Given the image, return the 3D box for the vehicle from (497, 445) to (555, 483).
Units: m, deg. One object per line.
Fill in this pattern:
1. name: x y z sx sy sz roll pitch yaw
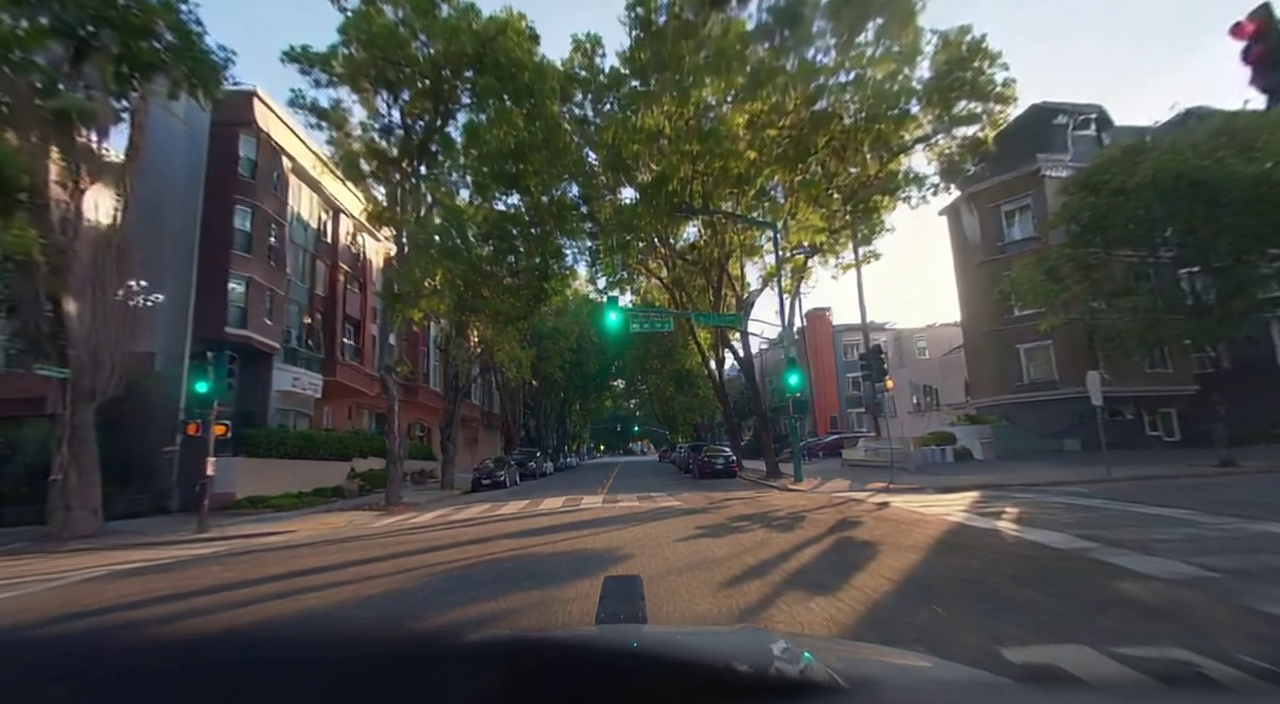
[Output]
1. vehicle: -6.429 6.330 36.145 2.175 1.849 4.725 -5 -8 2

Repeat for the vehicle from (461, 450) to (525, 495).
1. vehicle: -6.676 5.471 29.114 1.763 1.612 4.462 -8 -8 -2

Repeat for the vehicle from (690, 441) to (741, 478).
1. vehicle: 3.602 5.199 30.935 1.924 1.657 4.665 0 -8 0
